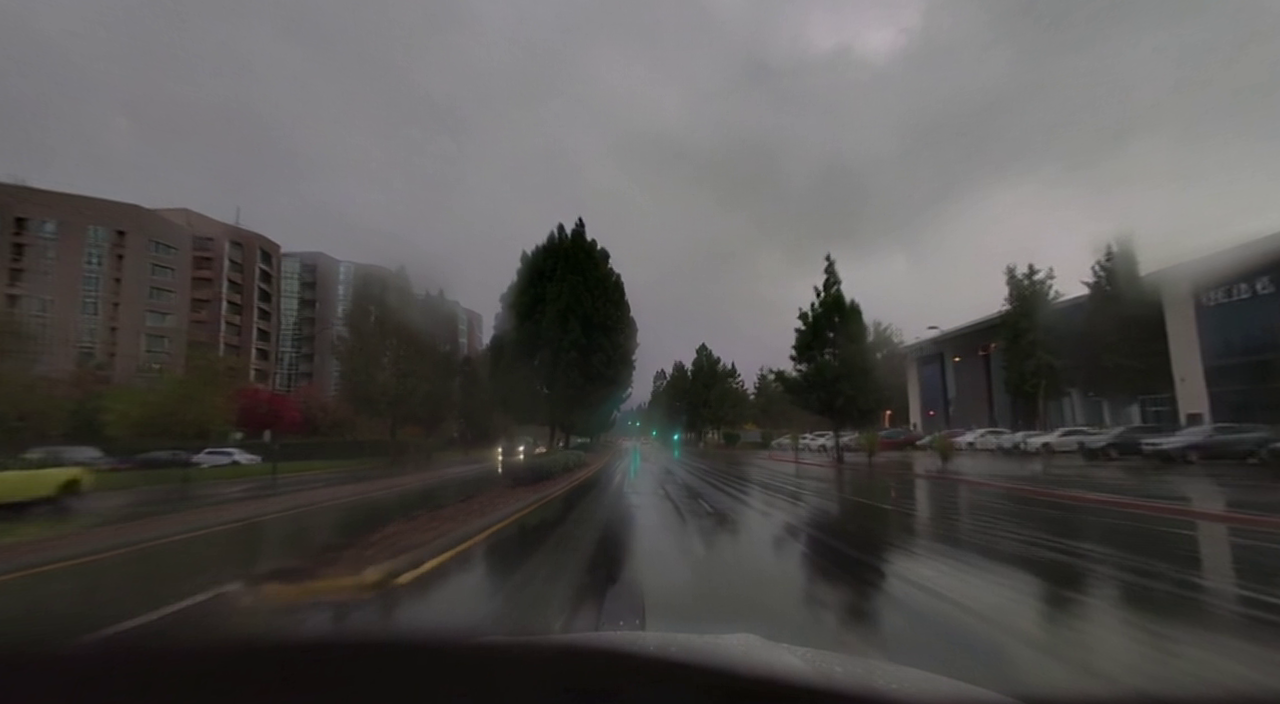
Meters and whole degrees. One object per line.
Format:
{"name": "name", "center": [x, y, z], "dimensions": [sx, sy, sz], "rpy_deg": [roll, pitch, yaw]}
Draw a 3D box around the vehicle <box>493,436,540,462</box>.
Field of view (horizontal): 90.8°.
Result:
{"name": "vehicle", "center": [-9.016, 7.039, 45.877], "dimensions": [1.958, 1.774, 4.497], "rpy_deg": [5, -10, -30]}
